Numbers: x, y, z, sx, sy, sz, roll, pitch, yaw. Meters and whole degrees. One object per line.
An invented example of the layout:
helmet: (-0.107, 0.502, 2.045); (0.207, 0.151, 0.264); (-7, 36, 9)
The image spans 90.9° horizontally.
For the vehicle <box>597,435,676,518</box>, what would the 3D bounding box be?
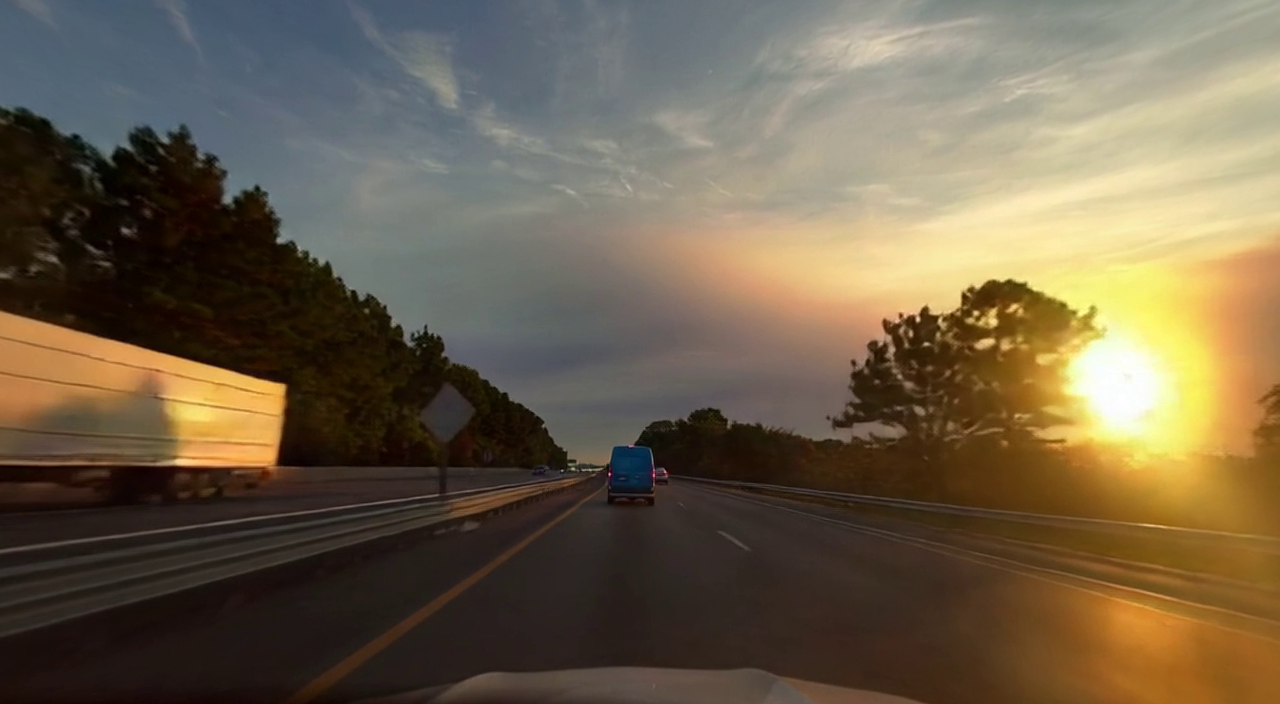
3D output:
vehicle: (-0.204, 4.316, 22.138); (2.375, 2.432, 6.161); (1, -10, -2)

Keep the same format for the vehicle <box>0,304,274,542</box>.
vehicle: (-13.635, 1.610, 13.445); (3.121, 4.421, 14.023); (0, -10, 0)
